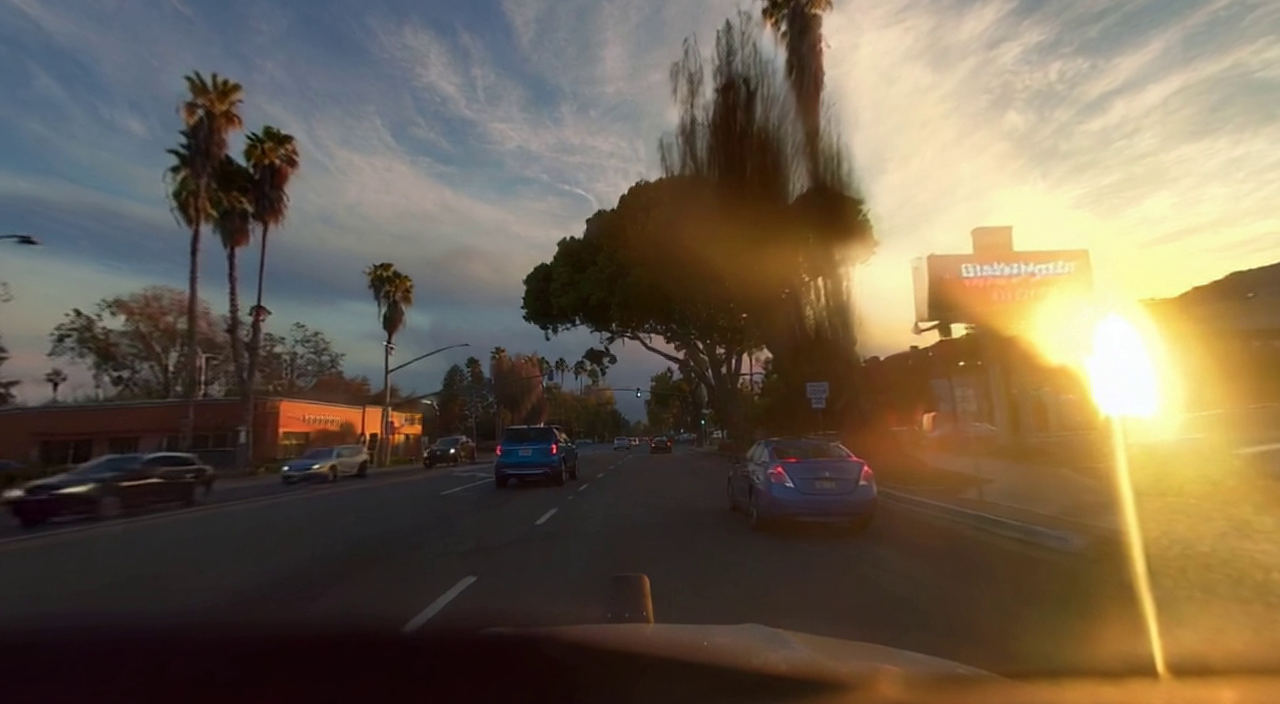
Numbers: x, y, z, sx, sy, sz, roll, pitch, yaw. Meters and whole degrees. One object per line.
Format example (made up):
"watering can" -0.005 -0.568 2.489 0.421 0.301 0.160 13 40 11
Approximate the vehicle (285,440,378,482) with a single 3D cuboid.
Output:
"vehicle" -14.228 5.034 29.385 1.961 1.757 4.557 0 -9 0

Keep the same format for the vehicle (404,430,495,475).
"vehicle" -6.599 3.541 22.354 1.751 1.445 4.340 0 -9 2

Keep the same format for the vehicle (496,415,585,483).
"vehicle" -3.134 3.207 20.918 2.152 1.987 4.527 0 -9 1

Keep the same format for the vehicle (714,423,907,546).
"vehicle" 2.326 1.939 9.938 1.919 1.472 4.470 0 -8 2

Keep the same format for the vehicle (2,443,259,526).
"vehicle" -10.797 2.794 13.910 2.025 1.525 4.318 0 -9 0

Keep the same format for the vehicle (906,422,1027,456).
"vehicle" 15.354 4.151 29.915 4.680 1.506 2.017 -2 -9 14
